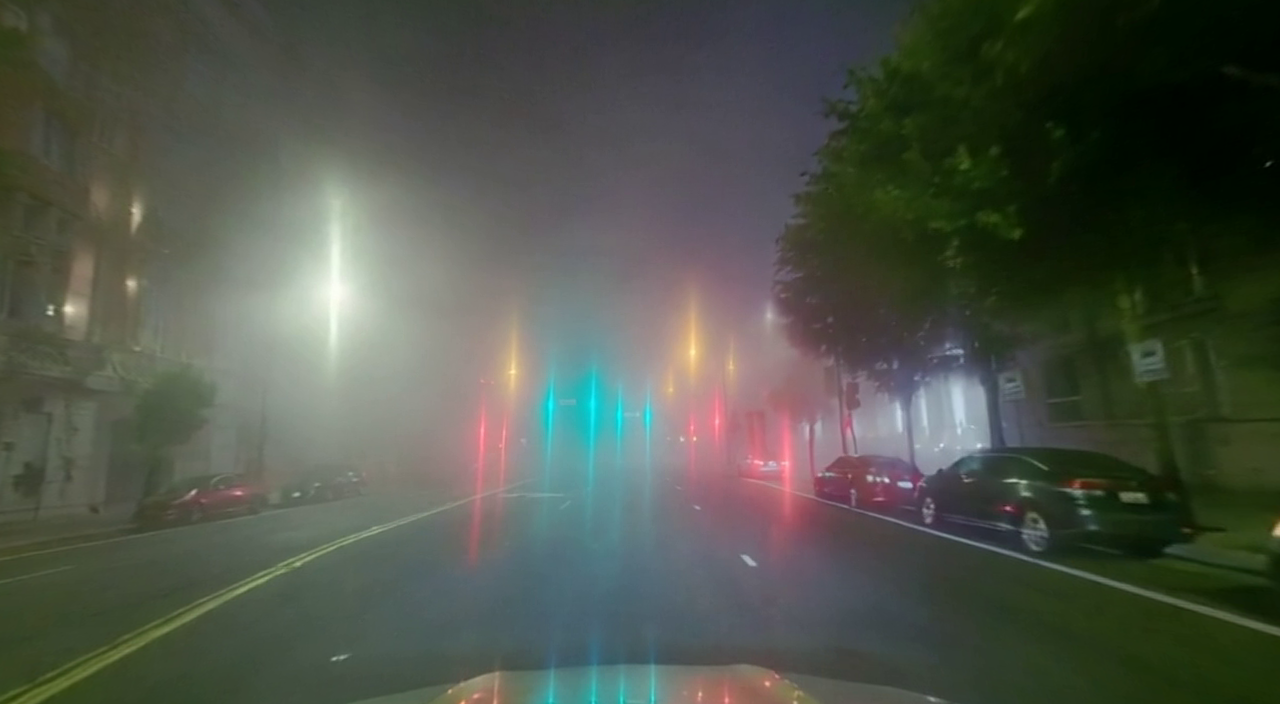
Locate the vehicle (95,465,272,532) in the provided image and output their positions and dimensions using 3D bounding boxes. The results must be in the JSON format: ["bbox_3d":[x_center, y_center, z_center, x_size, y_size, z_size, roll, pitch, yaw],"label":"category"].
[{"bbox_3d":[-12.638,4.034,17.942,1.828,1.462,4.421,0,-8,-2],"label":"vehicle"}]

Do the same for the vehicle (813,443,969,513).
[{"bbox_3d":[5.797,2.919,15.255,1.869,1.430,4.365,0,-8,-2],"label":"vehicle"}]

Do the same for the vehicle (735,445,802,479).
[{"bbox_3d":[5.961,5.168,29.973,2.091,1.445,4.678,0,-8,-2],"label":"vehicle"}]

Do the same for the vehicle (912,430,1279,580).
[{"bbox_3d":[5.823,1.897,8.810,1.849,1.491,4.626,0,-8,-2],"label":"vehicle"}]

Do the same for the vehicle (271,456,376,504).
[{"bbox_3d":[-12.649,5.113,25.644,1.911,1.558,4.793,-4,-9,-2],"label":"vehicle"}]

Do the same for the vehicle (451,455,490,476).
[{"bbox_3d":[-12.699,8.512,47.578,1.767,1.455,4.389,0,-8,0],"label":"vehicle"}]
